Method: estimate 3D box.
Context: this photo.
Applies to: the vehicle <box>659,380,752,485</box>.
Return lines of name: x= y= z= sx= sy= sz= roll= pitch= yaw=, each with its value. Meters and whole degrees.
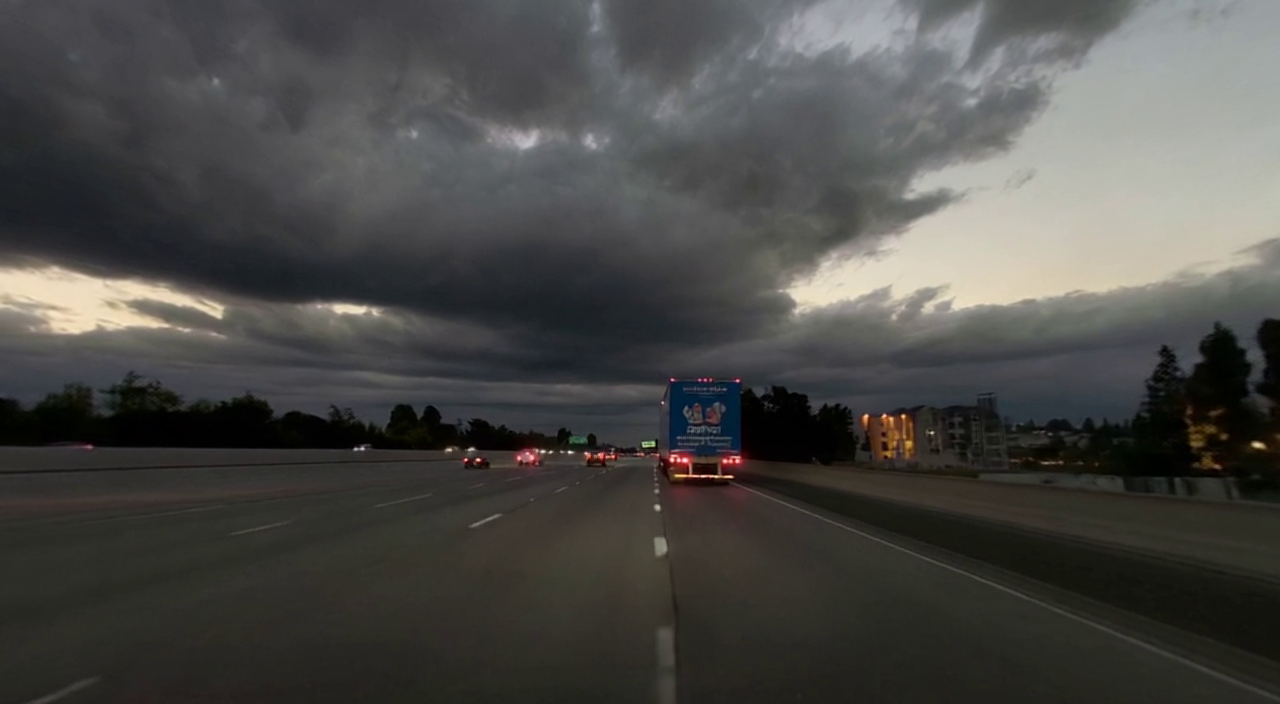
vehicle: x=2.786 y=4.308 z=32.544 sx=3.140 sy=4.100 sz=15.551 roll=0 pitch=-9 yaw=0
